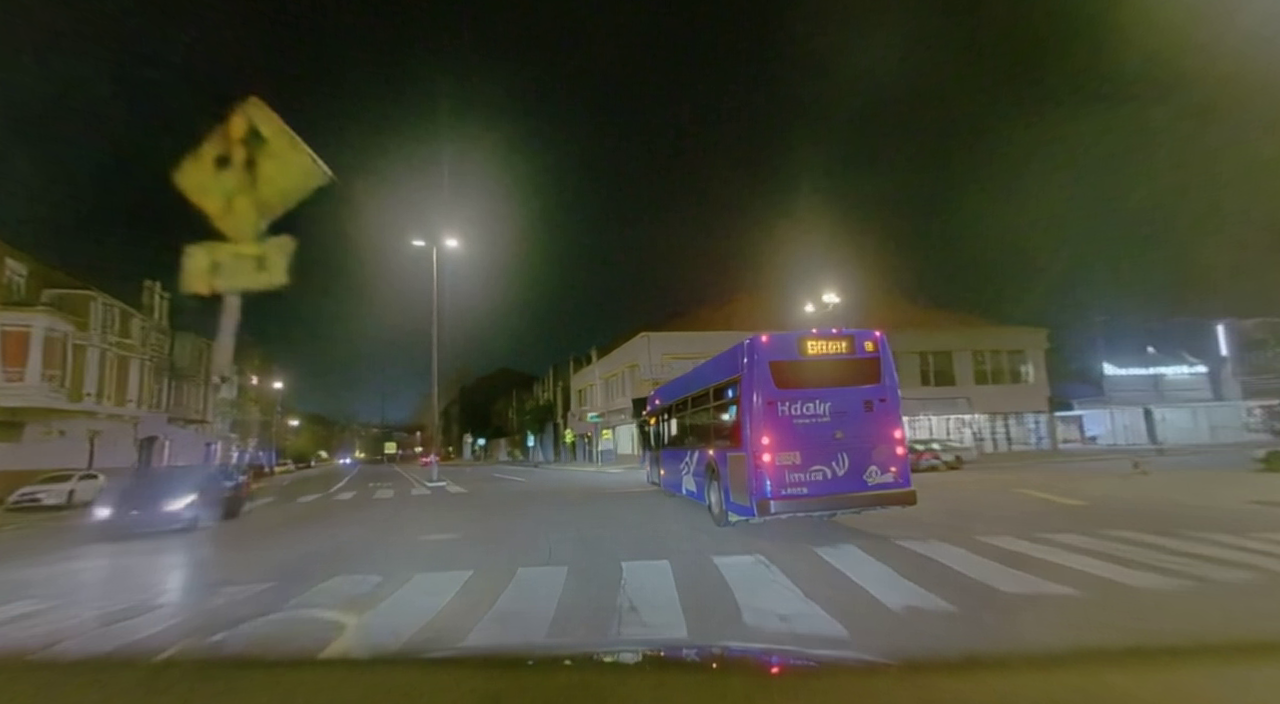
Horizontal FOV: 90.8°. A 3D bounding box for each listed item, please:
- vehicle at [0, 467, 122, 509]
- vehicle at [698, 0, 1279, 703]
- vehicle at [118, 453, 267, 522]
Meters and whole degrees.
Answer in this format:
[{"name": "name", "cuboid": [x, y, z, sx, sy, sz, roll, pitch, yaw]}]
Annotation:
[{"name": "vehicle", "cuboid": [-25.081, 5.764, 26.998, 4.384, 1.500, 1.864, 6, -11, -37]}, {"name": "vehicle", "cuboid": [2.820, 0.258, 3.693, 3.194, 3.345, 12.428, 0, -8, -3]}, {"name": "vehicle", "cuboid": [-11.744, 3.513, 16.939, 1.944, 1.505, 3.944, 2, -9, -16]}]
